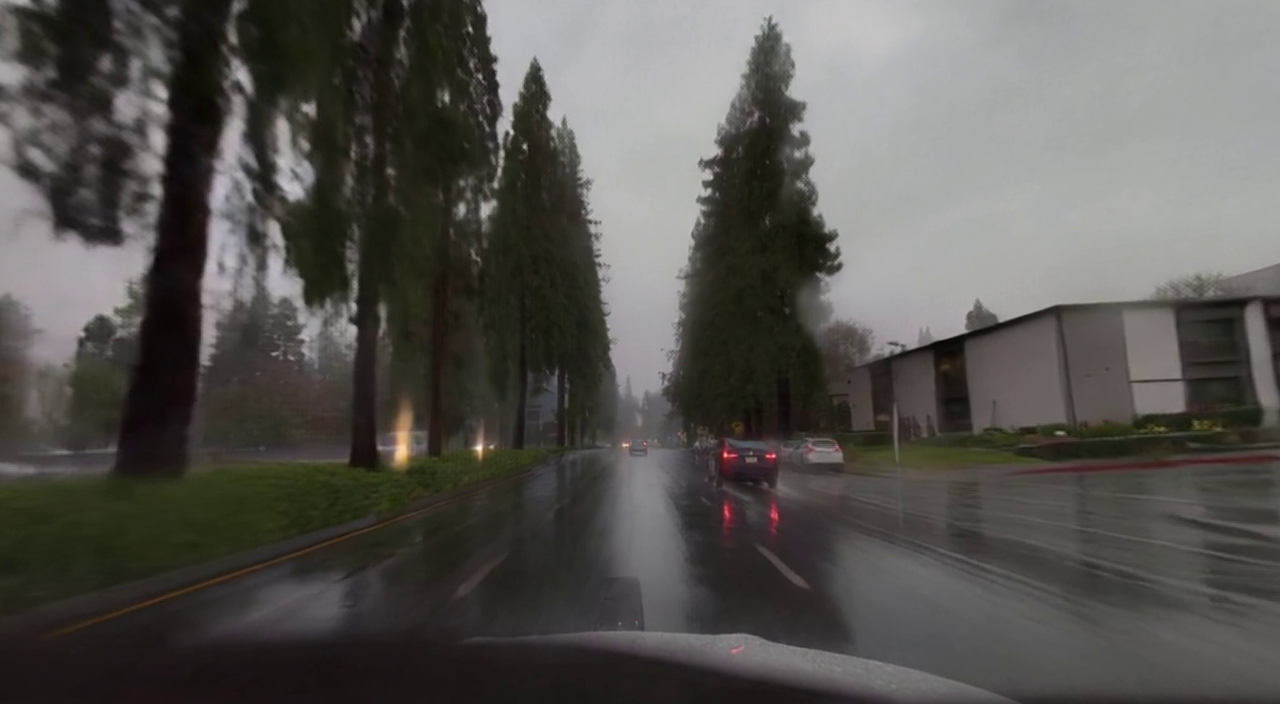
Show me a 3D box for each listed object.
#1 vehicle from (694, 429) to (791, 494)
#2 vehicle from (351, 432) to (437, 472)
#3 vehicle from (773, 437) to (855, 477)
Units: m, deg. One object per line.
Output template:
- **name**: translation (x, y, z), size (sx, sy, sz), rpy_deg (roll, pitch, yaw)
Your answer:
- **vehicle**: translation (2.831, 3.140, 18.325), size (2.022, 1.656, 4.025), rpy_deg (0, -8, -2)
- **vehicle**: translation (-11.551, 4.735, 29.965), size (2.207, 1.745, 4.717), rpy_deg (0, -8, 0)
- **vehicle**: translation (7.479, 4.568, 27.655), size (2.068, 1.558, 5.058), rpy_deg (0, -8, -2)
